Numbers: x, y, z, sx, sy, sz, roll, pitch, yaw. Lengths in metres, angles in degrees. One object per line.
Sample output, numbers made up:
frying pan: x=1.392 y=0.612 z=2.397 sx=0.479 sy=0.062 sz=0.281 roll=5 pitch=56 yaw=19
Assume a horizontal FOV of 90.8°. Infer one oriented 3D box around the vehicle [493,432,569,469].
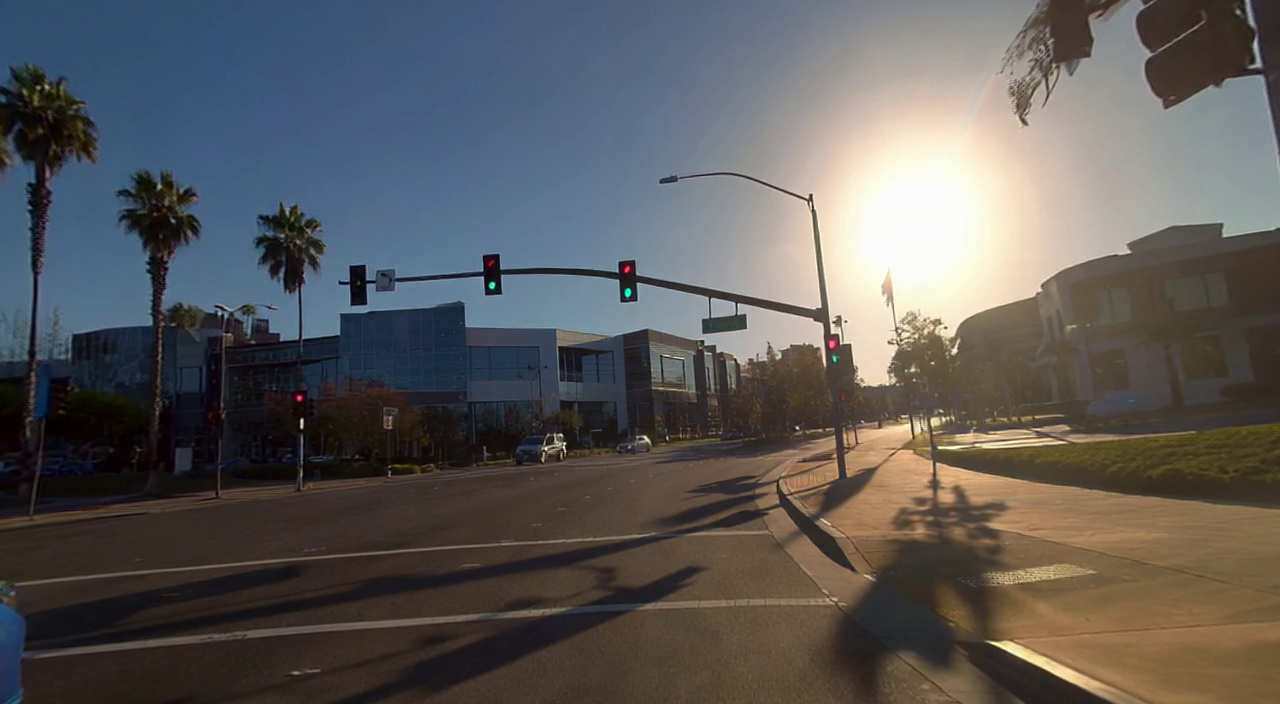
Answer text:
vehicle: x=-5.685 y=5.231 z=33.641 sx=2.181 sy=1.792 sz=4.648 roll=-3 pitch=-9 yaw=16
